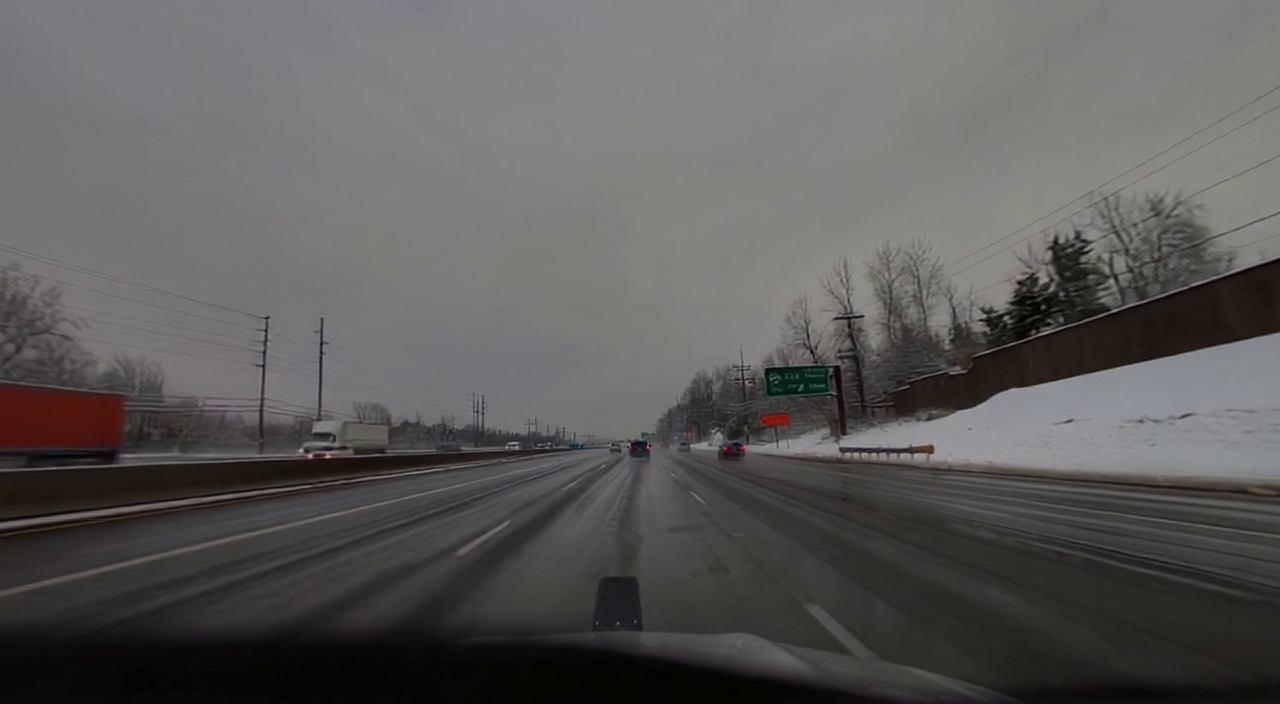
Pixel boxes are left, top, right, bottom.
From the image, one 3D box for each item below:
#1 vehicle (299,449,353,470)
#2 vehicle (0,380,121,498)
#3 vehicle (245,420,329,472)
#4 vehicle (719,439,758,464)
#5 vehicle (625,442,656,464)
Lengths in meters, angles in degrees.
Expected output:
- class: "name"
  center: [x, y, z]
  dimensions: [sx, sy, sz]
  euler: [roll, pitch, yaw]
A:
- class: "vehicle"
  center: [-22.967, 7.846, 46.422]
  dimensions: [1.953, 1.461, 3.902]
  euler: [0, -8, 0]
- class: "vehicle"
  center: [-23.240, 2.719, 19.799]
  dimensions: [2.802, 3.982, 13.268]
  euler: [0, -8, 0]
- class: "vehicle"
  center: [-26.984, 7.234, 48.747]
  dimensions: [2.994, 3.687, 5.869]
  euler: [0, -8, -1]
- class: "vehicle"
  center: [7.051, 7.190, 45.673]
  dimensions: [2.005, 1.687, 4.259]
  euler: [0, -8, -1]
- class: "vehicle"
  center: [0.023, 7.342, 46.052]
  dimensions: [2.109, 1.489, 4.027]
  euler: [0, -8, 0]
